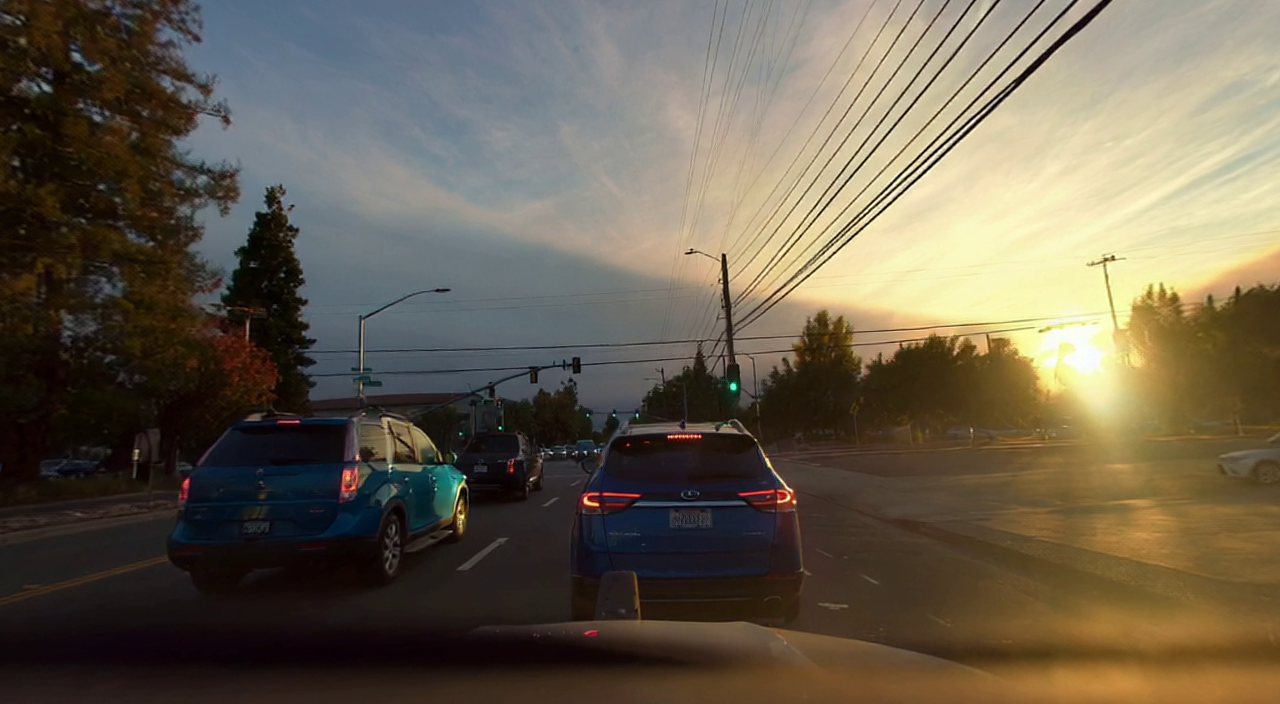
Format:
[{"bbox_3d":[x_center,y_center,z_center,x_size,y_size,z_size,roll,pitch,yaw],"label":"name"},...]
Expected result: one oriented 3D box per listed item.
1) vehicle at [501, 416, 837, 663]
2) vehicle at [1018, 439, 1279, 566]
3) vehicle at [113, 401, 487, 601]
[{"bbox_3d":[0.111,1.448,5.949,2.056,1.487,4.003,0,-9,-2],"label":"vehicle"},{"bbox_3d":[8.378,2.157,9.931,1.993,1.508,4.521,0,-9,-1],"label":"vehicle"},{"bbox_3d":[-3.477,1.615,7.703,2.105,1.706,4.337,0,-9,0],"label":"vehicle"}]
